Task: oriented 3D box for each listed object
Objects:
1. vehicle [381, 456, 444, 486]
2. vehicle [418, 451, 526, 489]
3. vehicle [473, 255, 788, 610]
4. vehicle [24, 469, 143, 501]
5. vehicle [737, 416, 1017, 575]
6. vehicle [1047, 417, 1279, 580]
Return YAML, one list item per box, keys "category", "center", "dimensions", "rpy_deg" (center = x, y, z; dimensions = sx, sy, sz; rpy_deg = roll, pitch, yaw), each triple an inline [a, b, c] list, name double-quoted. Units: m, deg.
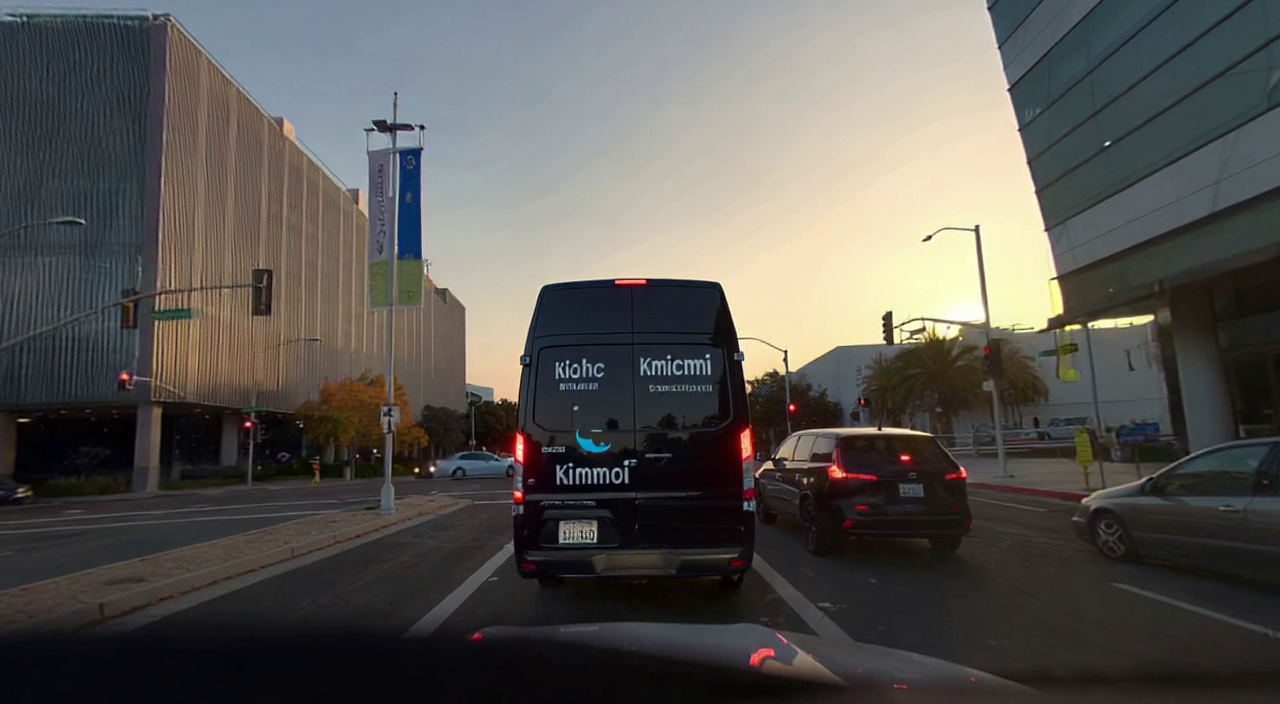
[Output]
- category: "vehicle"
  center: [-15.181, 7.938, 42.514]
  dimensions: [1.997, 1.806, 4.630]
  rpy_deg: [-1, -9, 8]
- category: "vehicle"
  center: [-7.876, 5.489, 29.632]
  dimensions: [4.659, 1.615, 1.944]
  rpy_deg: [3, -9, -21]
- category: "vehicle"
  center: [-0.036, 1.178, 9.101]
  dimensions: [2.613, 3.035, 7.342]
  rpy_deg: [0, -8, 1]
- category: "vehicle"
  center: [-31.102, 7.433, 35.408]
  dimensions: [4.806, 1.652, 1.869]
  rpy_deg: [0, -8, -2]
- category: "vehicle"
  center: [2.881, 1.866, 9.054]
  dimensions: [2.183, 1.676, 4.506]
  rpy_deg: [0, -8, -1]
- category: "vehicle"
  center: [7.525, 1.581, 7.022]
  dimensions: [1.963, 1.669, 4.678]
  rpy_deg: [3, -9, -20]
